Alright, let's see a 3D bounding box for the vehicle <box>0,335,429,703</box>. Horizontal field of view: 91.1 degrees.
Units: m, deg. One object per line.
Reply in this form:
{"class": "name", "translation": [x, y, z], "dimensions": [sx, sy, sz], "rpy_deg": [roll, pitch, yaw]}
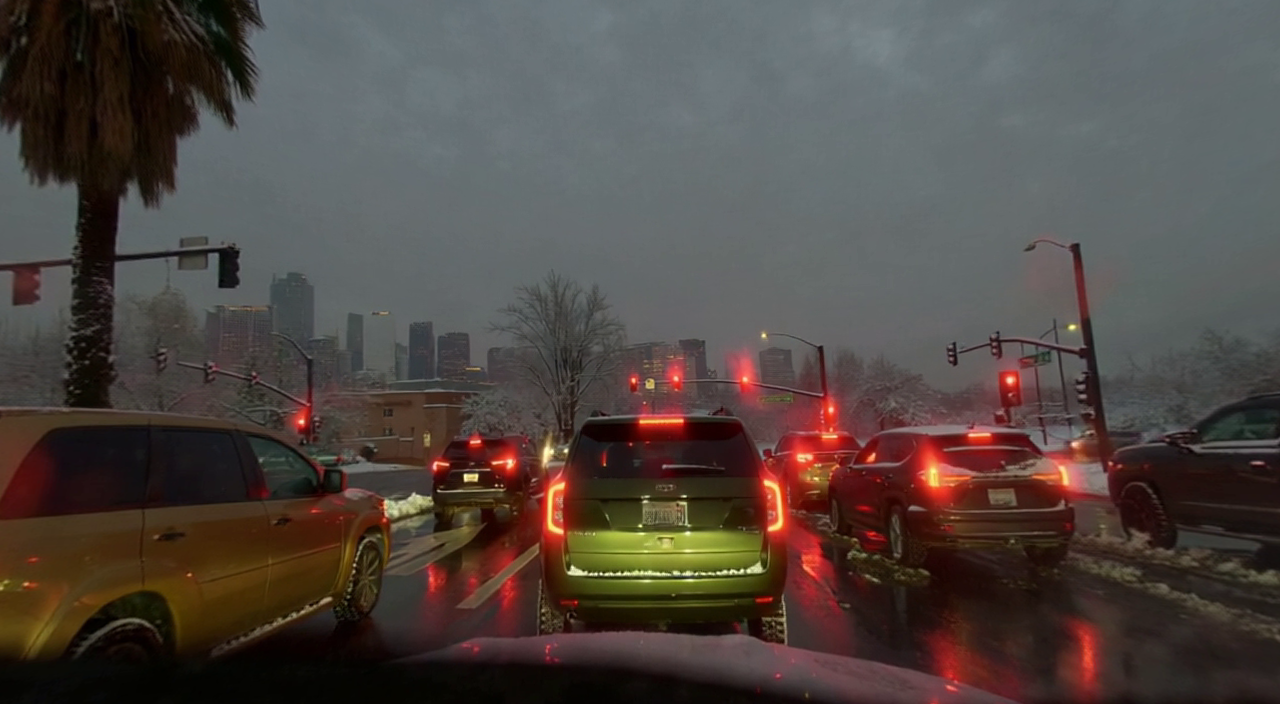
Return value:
{"class": "vehicle", "translation": [-3.167, 1.086, 3.909], "dimensions": [2.171, 1.702, 4.416], "rpy_deg": [0, -9, 0]}

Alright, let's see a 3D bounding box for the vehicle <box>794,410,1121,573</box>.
{"class": "vehicle", "translation": [4.007, 1.860, 9.289], "dimensions": [2.072, 1.704, 5.170], "rpy_deg": [0, -8, -1]}

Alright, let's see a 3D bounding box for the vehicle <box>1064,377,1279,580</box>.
{"class": "vehicle", "translation": [7.316, 1.237, 6.146], "dimensions": [2.337, 1.925, 5.728], "rpy_deg": [0, -8, 0]}

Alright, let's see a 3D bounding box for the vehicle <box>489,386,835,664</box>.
{"class": "vehicle", "translation": [0.165, 1.368, 6.010], "dimensions": [2.123, 1.704, 4.128], "rpy_deg": [0, -8, 1]}
